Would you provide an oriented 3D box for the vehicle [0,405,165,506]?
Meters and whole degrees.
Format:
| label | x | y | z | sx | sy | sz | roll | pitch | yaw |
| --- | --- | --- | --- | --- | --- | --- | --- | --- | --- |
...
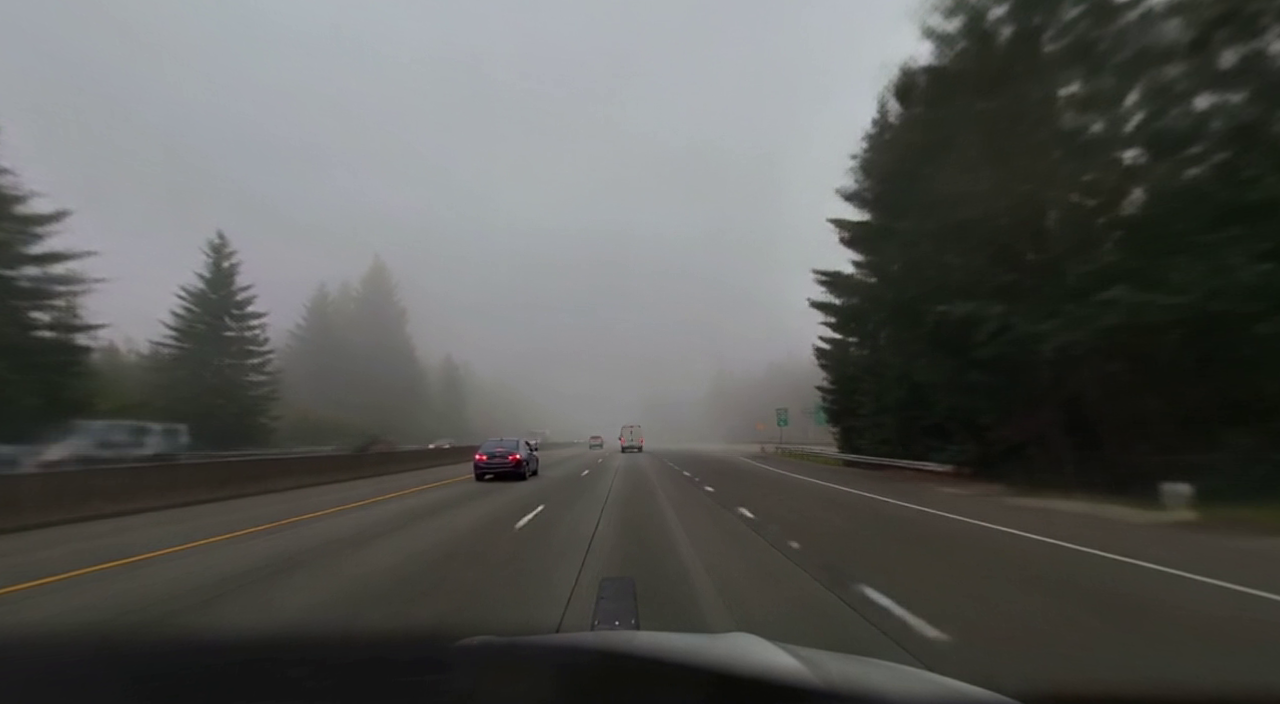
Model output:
| label | x | y | z | sx | sy | sz | roll | pitch | yaw |
| --- | --- | --- | --- | --- | --- | --- | --- | --- | --- |
| vehicle | -16.649 | 2.800 | 17.378 | 2.554 | 2.392 | 5.783 | 0 | -8 | 0 |

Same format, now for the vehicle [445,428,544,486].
| label | x | y | z | sx | sy | sz | roll | pitch | yaw |
| --- | --- | --- | --- | --- | --- | --- | --- | --- | --- |
| vehicle | -4.139 | 3.042 | 18.609 | 1.950 | 1.511 | 3.965 | 0 | -8 | 0 |
